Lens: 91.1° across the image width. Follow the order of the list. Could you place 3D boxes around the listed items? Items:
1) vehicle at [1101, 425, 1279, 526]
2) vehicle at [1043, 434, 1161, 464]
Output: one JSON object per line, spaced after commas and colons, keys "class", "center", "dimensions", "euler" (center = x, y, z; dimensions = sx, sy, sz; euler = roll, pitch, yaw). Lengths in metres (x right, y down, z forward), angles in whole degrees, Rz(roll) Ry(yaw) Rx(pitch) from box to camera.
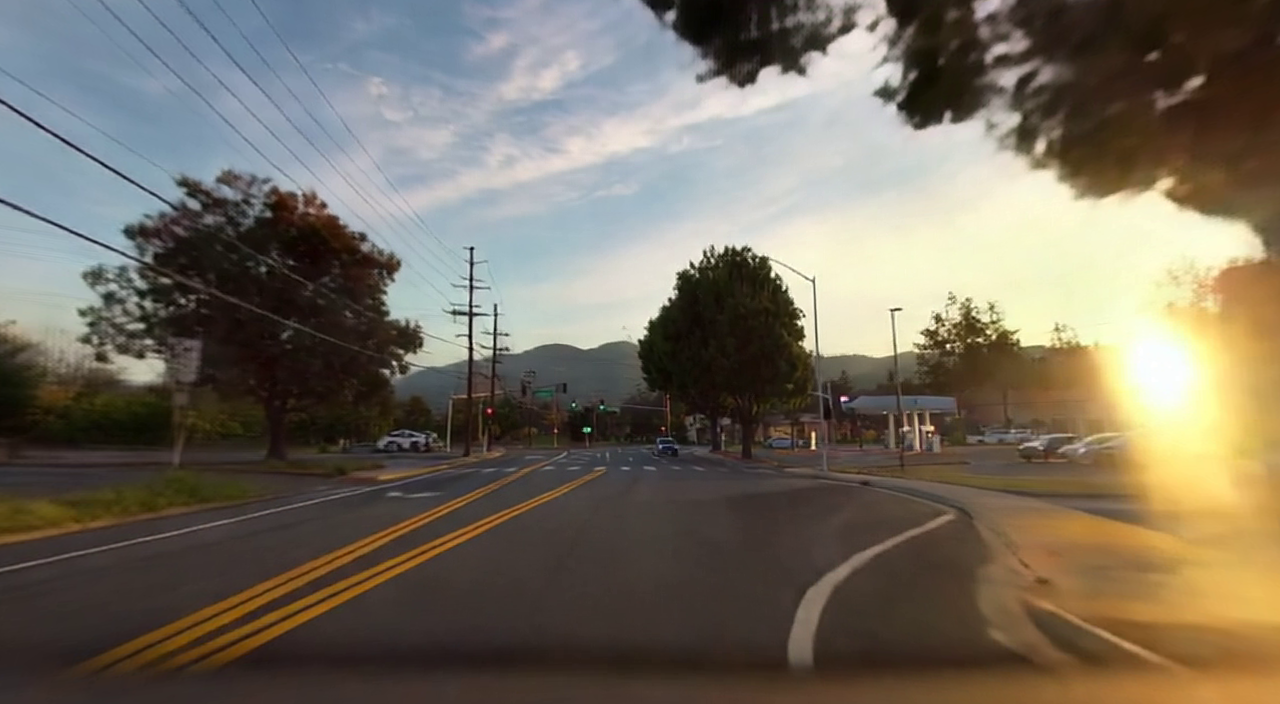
{"class": "vehicle", "center": [11.093, 2.154, 11.140], "dimensions": [4.311, 1.639, 1.862], "euler": [-4, -9, 25]}
{"class": "vehicle", "center": [23.767, 4.994, 32.372], "dimensions": [4.661, 1.476, 1.943], "euler": [1, -8, -5]}
